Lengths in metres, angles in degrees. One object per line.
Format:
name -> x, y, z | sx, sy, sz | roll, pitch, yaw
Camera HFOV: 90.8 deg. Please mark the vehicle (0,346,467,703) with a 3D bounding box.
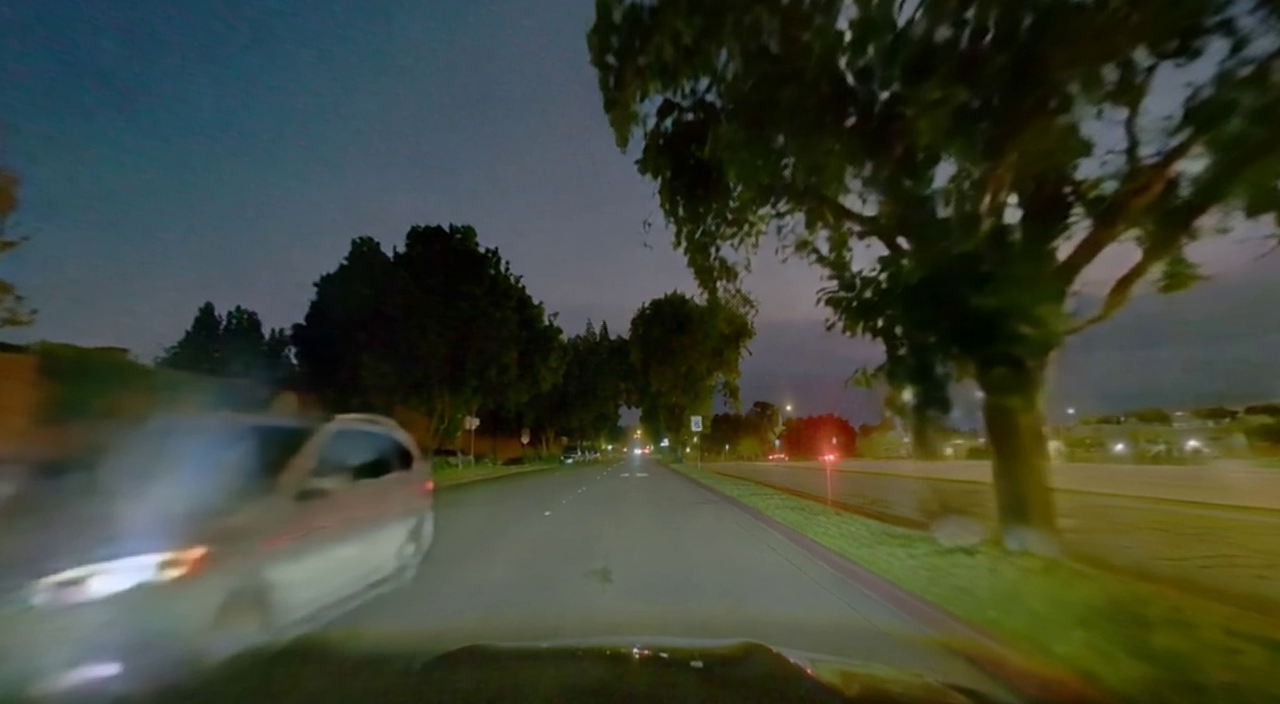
vehicle -> -2.819, 1.151, 4.306 | 2.047, 1.725, 4.288 | 0, -8, 0
